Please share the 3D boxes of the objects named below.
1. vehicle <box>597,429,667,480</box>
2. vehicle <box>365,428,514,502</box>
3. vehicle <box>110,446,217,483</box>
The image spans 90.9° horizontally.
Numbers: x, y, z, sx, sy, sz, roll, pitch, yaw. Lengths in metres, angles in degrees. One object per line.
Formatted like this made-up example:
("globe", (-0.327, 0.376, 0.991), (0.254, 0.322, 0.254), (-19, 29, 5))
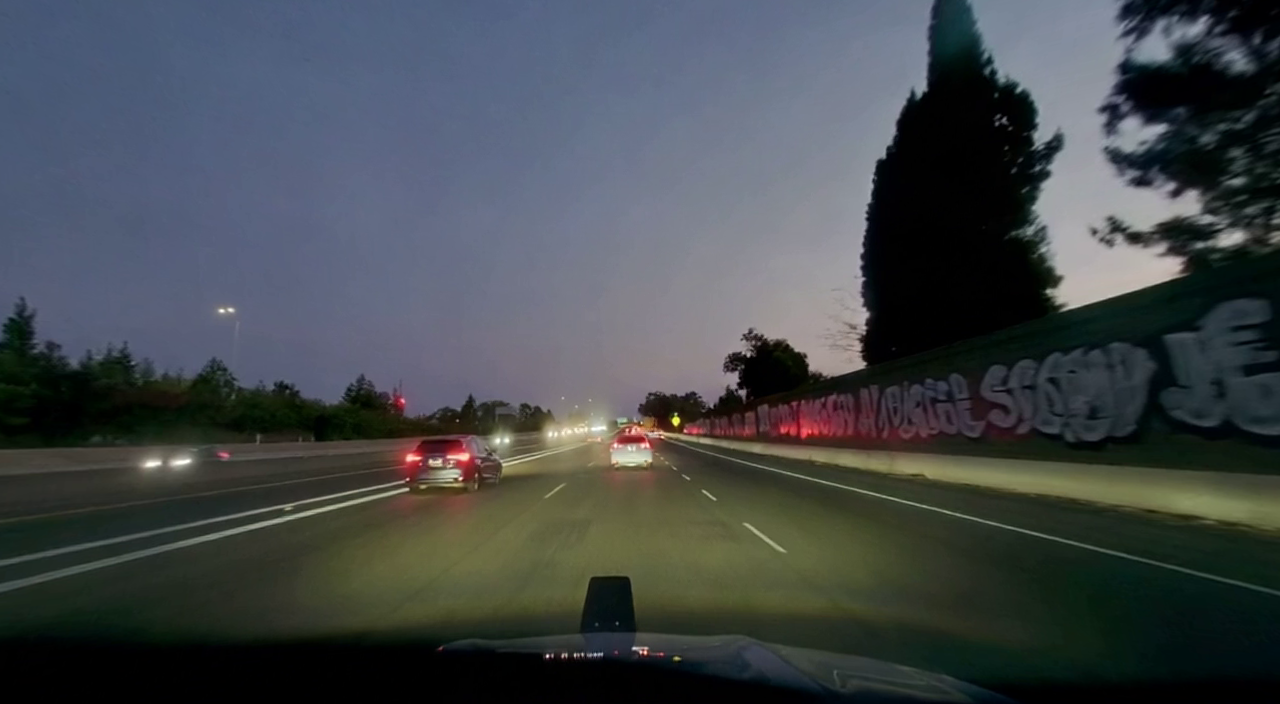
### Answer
("vehicle", (-0.287, 3.232, 20.238), (2.044, 1.477, 3.693), (0, -8, -2))
("vehicle", (-4.418, 2.534, 14.726), (2.022, 1.440, 4.491), (0, -8, 0))
("vehicle", (-20.771, 4.895, 27.659), (1.852, 1.443, 3.678), (0, -8, -1))
